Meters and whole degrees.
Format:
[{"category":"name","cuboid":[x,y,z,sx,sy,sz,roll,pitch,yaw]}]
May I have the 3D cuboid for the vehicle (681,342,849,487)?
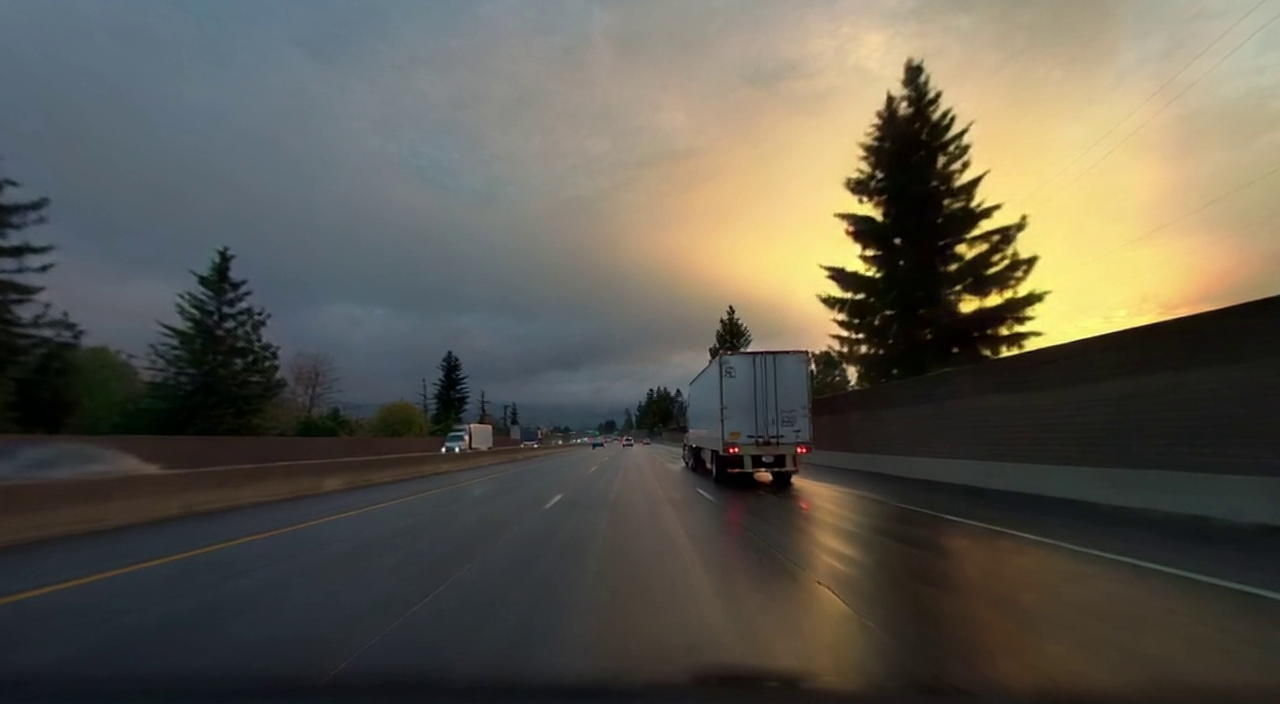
[{"category":"vehicle","cuboid":[4.091,2.790,25.486,3.489,4.211,14.193,0,-8,-2]}]
